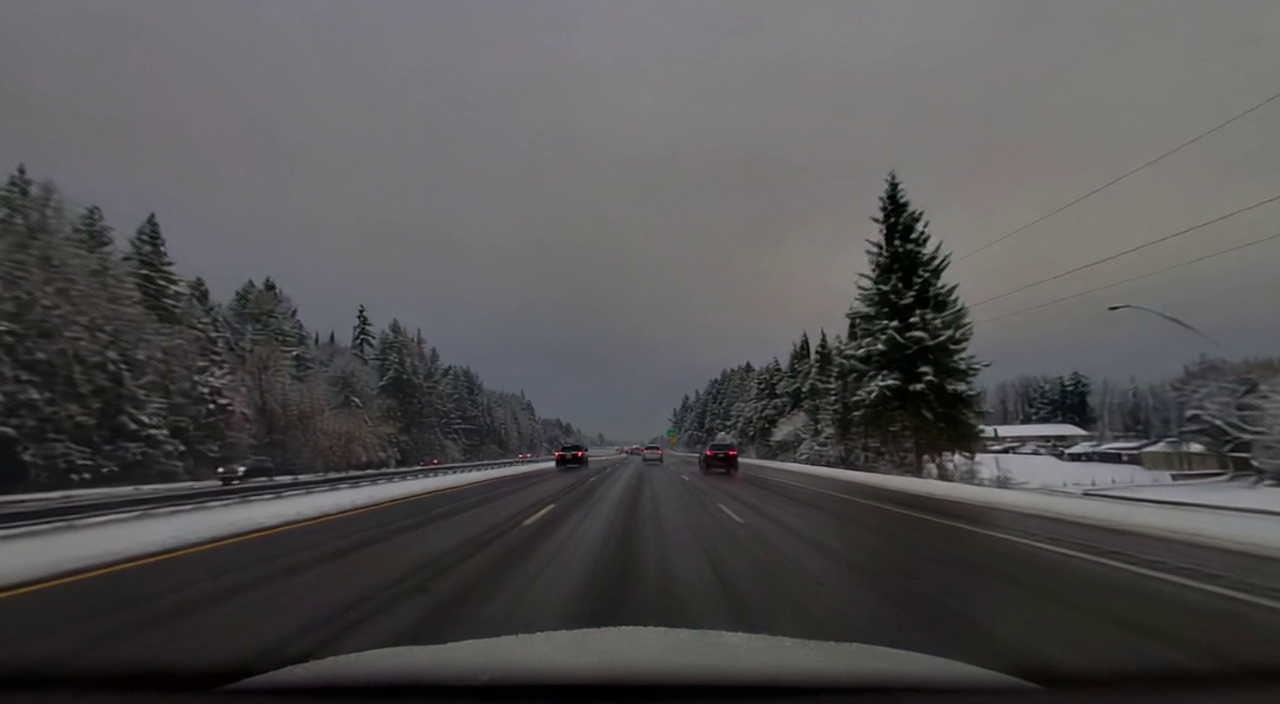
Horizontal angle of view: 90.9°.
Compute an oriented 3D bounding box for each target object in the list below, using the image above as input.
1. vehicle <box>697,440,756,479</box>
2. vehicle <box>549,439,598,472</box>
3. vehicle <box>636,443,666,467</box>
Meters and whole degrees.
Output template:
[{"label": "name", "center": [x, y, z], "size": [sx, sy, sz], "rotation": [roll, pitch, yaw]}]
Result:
[{"label": "vehicle", "center": [3.667, 4.620, 27.384], "size": [1.996, 1.579, 3.841], "rotation": [0, -8, 0]}, {"label": "vehicle", "center": [-3.686, 5.852, 35.897], "size": [2.217, 1.773, 4.553], "rotation": [0, -8, 1]}, {"label": "vehicle", "center": [0.718, 7.153, 44.044], "size": [2.049, 1.620, 4.153], "rotation": [0, -8, 0]}]
